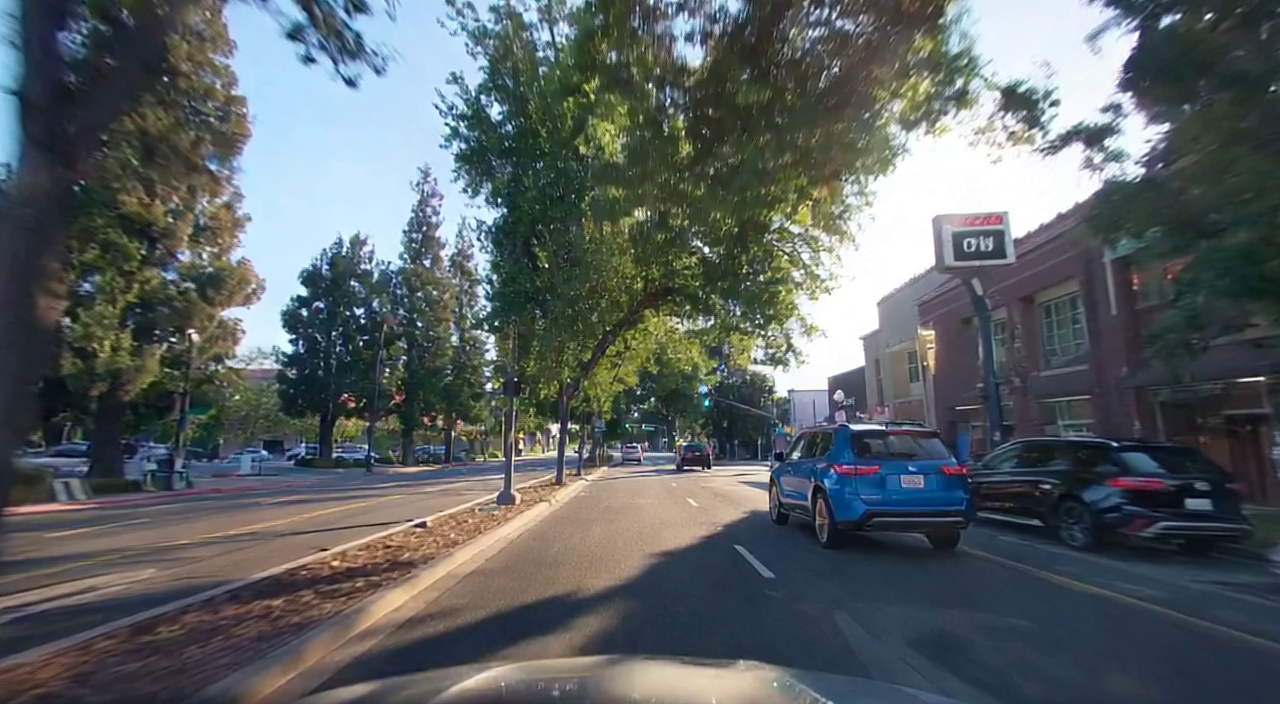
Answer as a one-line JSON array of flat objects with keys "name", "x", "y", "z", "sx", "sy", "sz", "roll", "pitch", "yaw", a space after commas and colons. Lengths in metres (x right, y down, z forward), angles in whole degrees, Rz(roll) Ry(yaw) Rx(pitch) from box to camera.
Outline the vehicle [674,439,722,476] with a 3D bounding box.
[{"name": "vehicle", "x": 3.103, "y": 5.780, "z": 34.837, "sx": 2.085, "sy": 1.828, "sz": 5.383, "roll": 0, "pitch": -8, "yaw": 0}]

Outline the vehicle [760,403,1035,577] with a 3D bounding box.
[{"name": "vehicle", "x": 3.209, "y": 1.817, "z": 9.049, "sx": 2.033, "sy": 1.865, "sz": 4.360, "roll": 0, "pitch": -8, "yaw": -1}]

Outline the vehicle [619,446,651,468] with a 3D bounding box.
[{"name": "vehicle", "x": -0.328, "y": 7.227, "z": 43.534, "sx": 2.131, "sy": 1.474, "sz": 4.146, "roll": 0, "pitch": -8, "yaw": 0}]

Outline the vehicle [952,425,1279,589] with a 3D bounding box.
[{"name": "vehicle", "x": 7.143, "y": 2.065, "z": 9.460, "sx": 2.143, "sy": 1.756, "sz": 5.118, "roll": 1, "pitch": -8, "yaw": -2}]
